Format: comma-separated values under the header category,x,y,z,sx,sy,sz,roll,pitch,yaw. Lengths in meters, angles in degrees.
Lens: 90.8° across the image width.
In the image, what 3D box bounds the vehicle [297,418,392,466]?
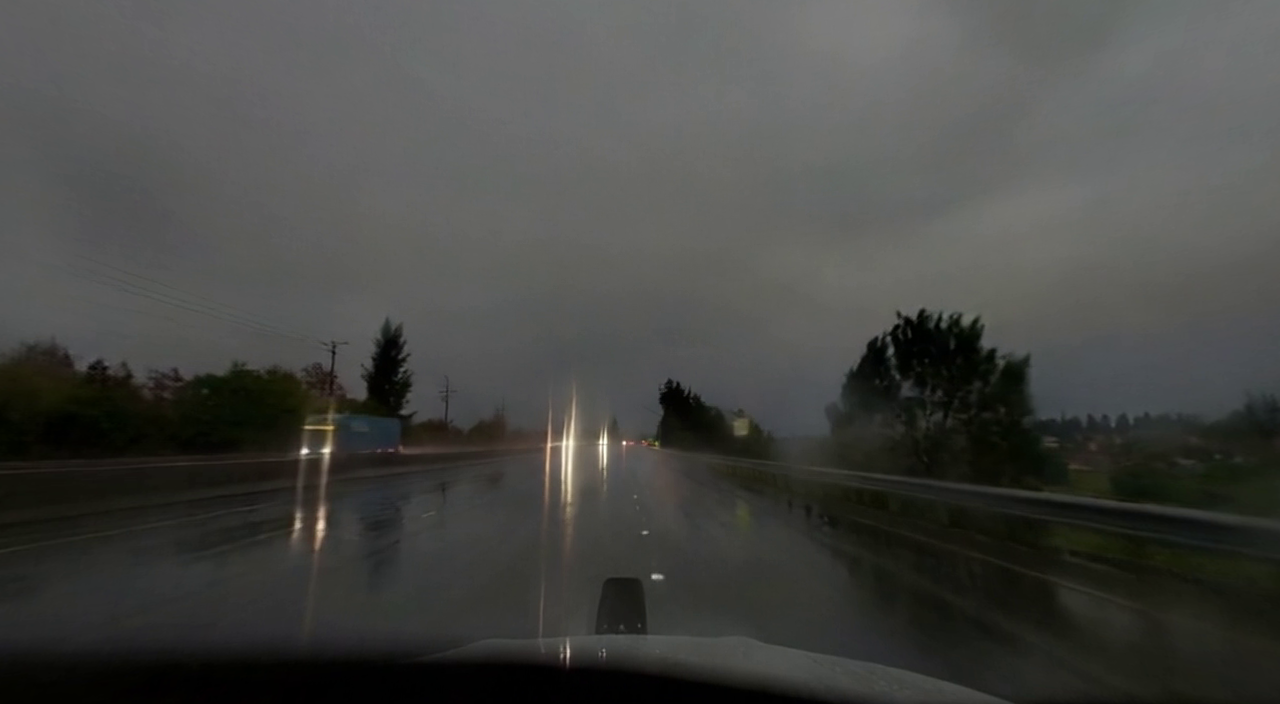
category,x,y,z,sx,sy,sz,roll,pitch,yaw
vehicle,-19.339,6.047,41.916,2.729,2.892,7.831,0,-9,-2
